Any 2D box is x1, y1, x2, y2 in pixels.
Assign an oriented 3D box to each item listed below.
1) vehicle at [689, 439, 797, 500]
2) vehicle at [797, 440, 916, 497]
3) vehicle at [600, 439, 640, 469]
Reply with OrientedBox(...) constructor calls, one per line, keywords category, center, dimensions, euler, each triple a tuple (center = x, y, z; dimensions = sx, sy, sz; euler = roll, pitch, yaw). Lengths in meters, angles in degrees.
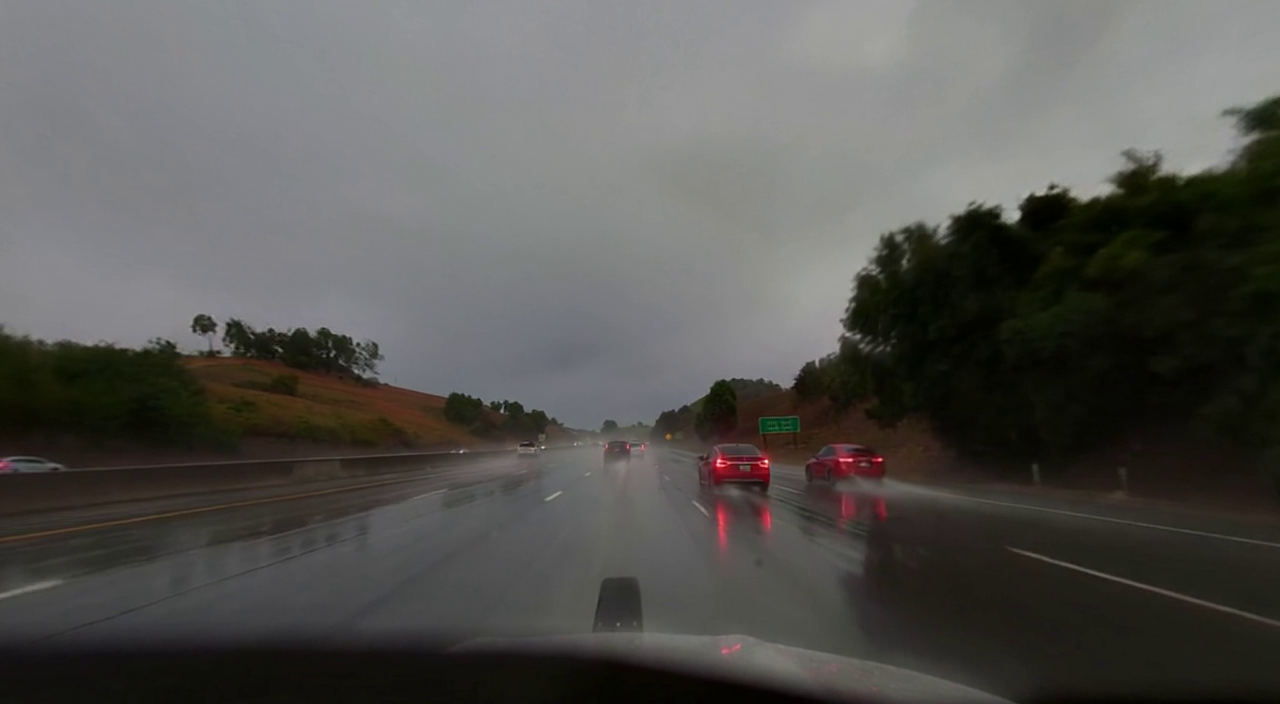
OrientedBox(category="vehicle", center=(2.743, 3.274, 18.122), dimensions=(2.120, 1.492, 4.734), euler=(0, -8, -2))
OrientedBox(category="vehicle", center=(6.247, 3.390, 18.828), dimensions=(1.845, 1.452, 4.352), euler=(0, -8, -2))
OrientedBox(category="vehicle", center=(-1.172, 6.070, 37.702), dimensions=(2.277, 1.675, 4.023), euler=(0, -8, -2))
